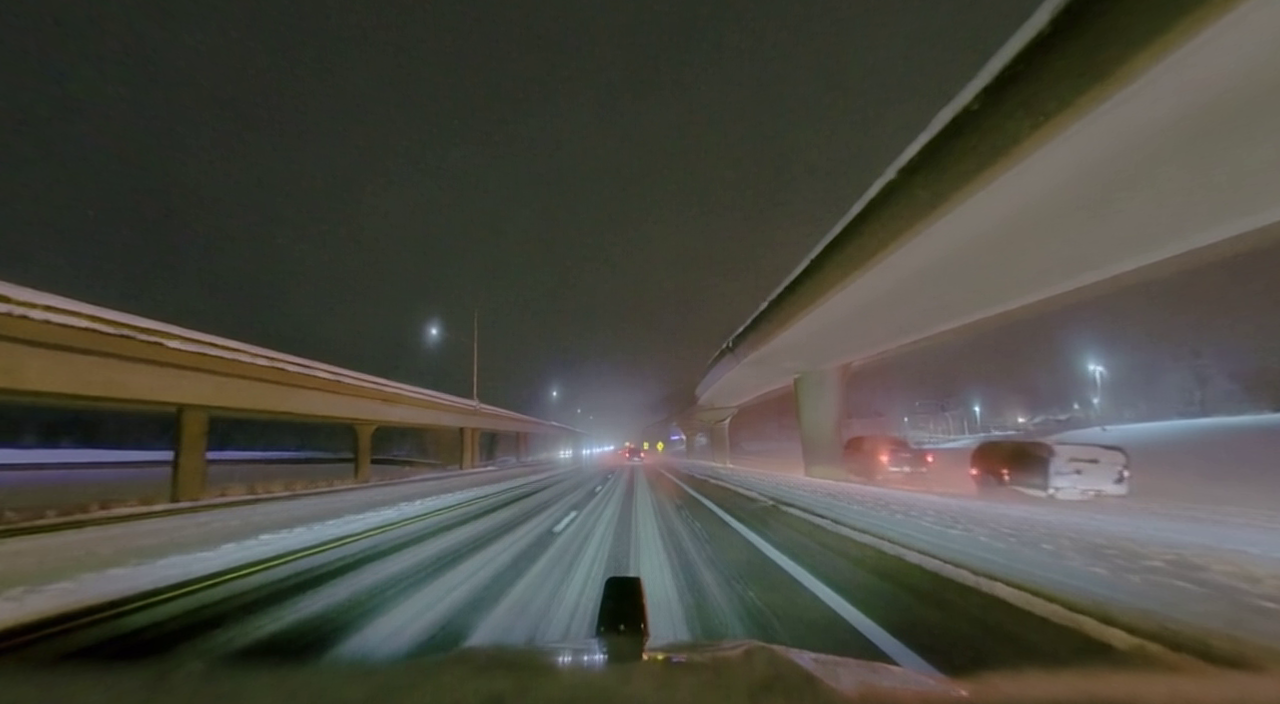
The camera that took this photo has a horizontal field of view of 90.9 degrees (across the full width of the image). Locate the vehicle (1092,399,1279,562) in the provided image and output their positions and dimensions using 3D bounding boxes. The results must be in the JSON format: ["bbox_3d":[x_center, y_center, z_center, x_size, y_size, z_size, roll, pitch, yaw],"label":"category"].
[{"bbox_3d":[16.185,3.154,15.703,2.704,3.716,9.364,0,-9,-1],"label":"vehicle"}]

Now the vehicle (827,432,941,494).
[{"bbox_3d":[14.927,6.892,39.718,3.233,3.414,9.483,0,-9,-1],"label":"vehicle"}]

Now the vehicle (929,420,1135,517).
[{"bbox_3d":[16.208,4.889,27.278,2.887,3.412,9.164,0,-9,-1],"label":"vehicle"}]
